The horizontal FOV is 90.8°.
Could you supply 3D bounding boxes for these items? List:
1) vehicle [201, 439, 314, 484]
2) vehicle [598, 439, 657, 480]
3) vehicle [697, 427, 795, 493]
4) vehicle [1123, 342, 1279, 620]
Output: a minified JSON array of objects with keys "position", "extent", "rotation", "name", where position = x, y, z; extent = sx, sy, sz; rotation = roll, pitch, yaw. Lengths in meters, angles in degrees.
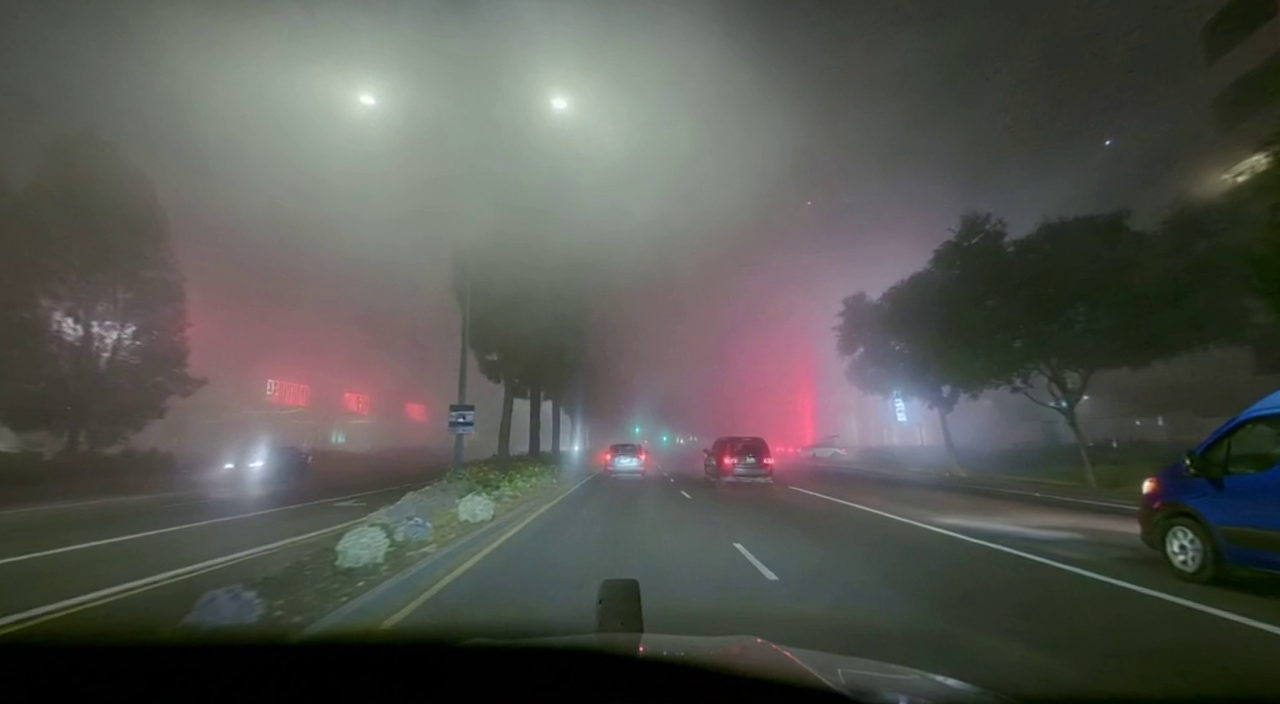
[{"position":[-15.283,4.372,25.567],"extent":[1.919,1.666,4.288],"rotation":[0,-8,0],"name":"vehicle"},{"position":[-0.447,4.093,24.354],"extent":[2.095,1.456,3.873],"rotation":[0,-8,0],"name":"vehicle"},{"position":[3.003,3.166,18.892],"extent":[2.047,1.711,4.265],"rotation":[0,-8,-2],"name":"vehicle"},{"position":[6.271,0.804,3.566],"extent":[2.573,2.127,5.568],"rotation":[0,-8,-1],"name":"vehicle"}]
